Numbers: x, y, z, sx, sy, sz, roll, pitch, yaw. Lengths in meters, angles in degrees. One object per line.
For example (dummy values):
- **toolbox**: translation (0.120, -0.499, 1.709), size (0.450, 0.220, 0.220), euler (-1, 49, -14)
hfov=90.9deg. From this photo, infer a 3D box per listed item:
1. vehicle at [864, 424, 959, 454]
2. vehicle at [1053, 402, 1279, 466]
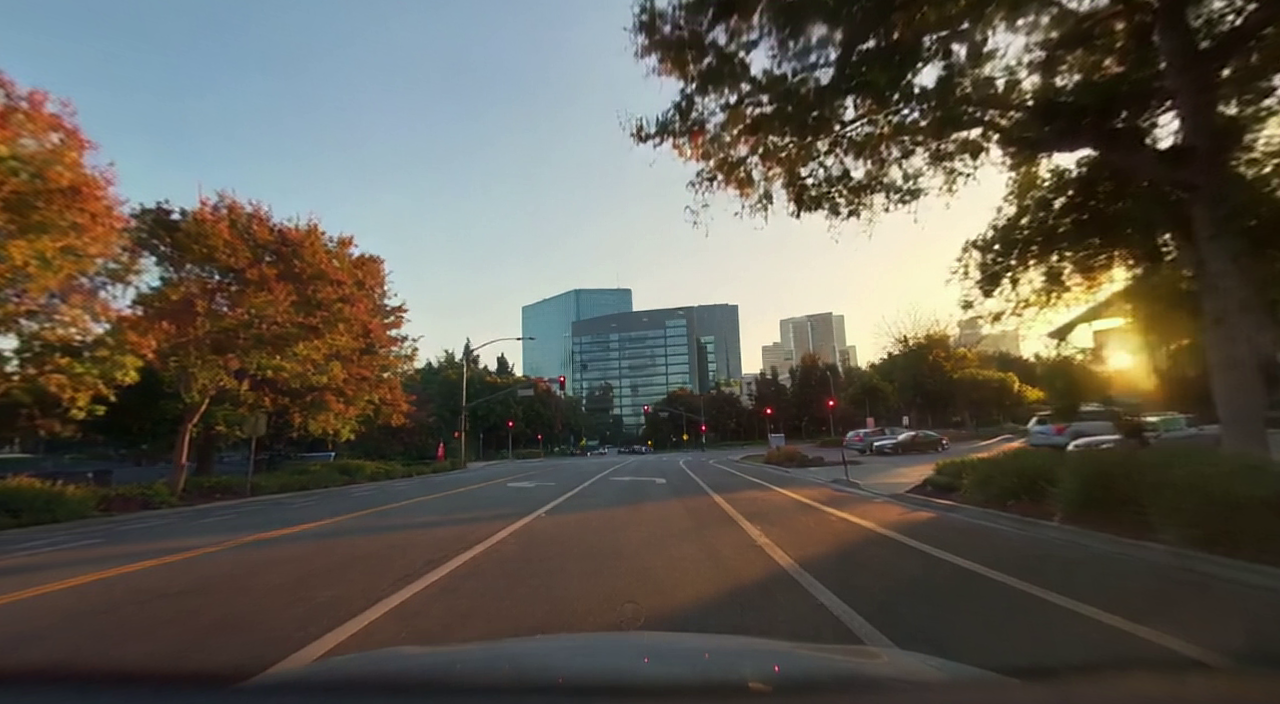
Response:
- **vehicle**: translation (14.285, 4.622, 33.344), size (4.167, 1.476, 1.871), euler (-1, -8, 1)
- **vehicle**: translation (13.598, 2.128, 16.331), size (4.343, 1.500, 2.011), euler (0, -8, 0)
